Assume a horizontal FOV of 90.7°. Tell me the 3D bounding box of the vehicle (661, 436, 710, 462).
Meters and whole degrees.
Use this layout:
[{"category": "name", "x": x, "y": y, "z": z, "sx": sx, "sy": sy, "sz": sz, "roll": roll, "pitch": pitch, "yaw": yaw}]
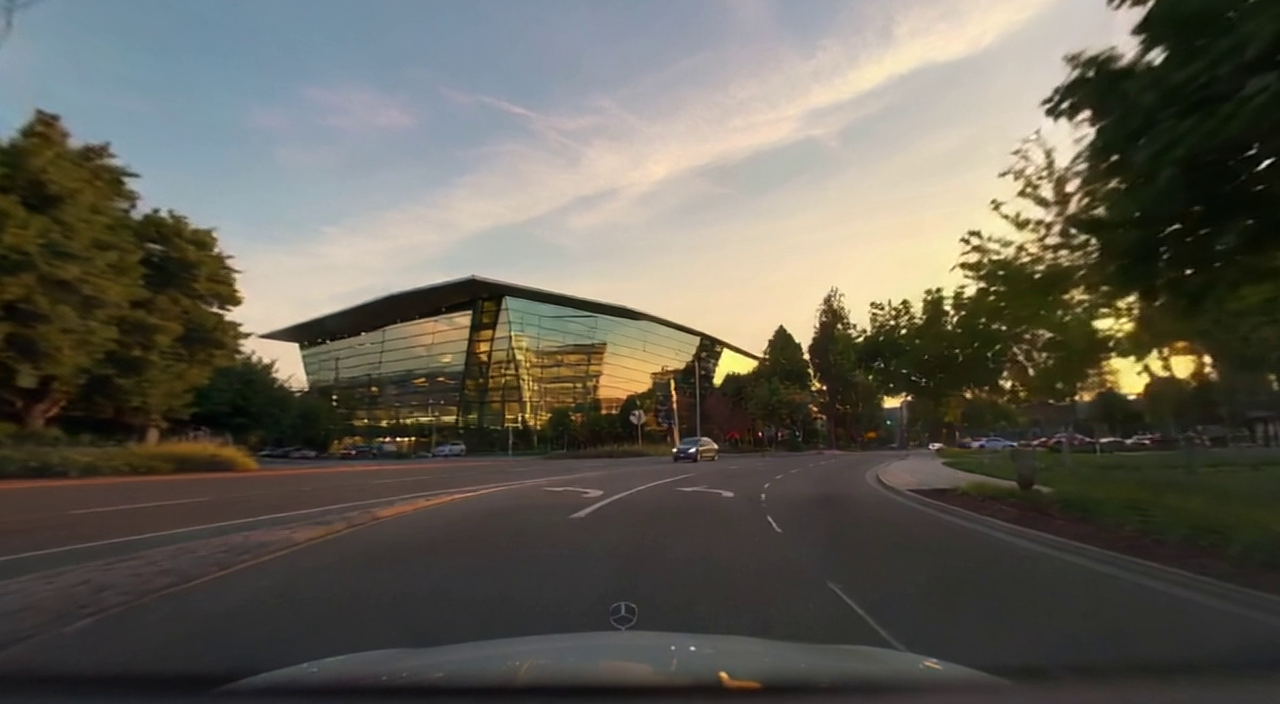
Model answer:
[{"category": "vehicle", "x": 3.220, "y": 6.668, "z": 43.682, "sx": 2.117, "sy": 1.683, "sz": 4.565, "roll": -3, "pitch": -9, "yaw": 21}]
